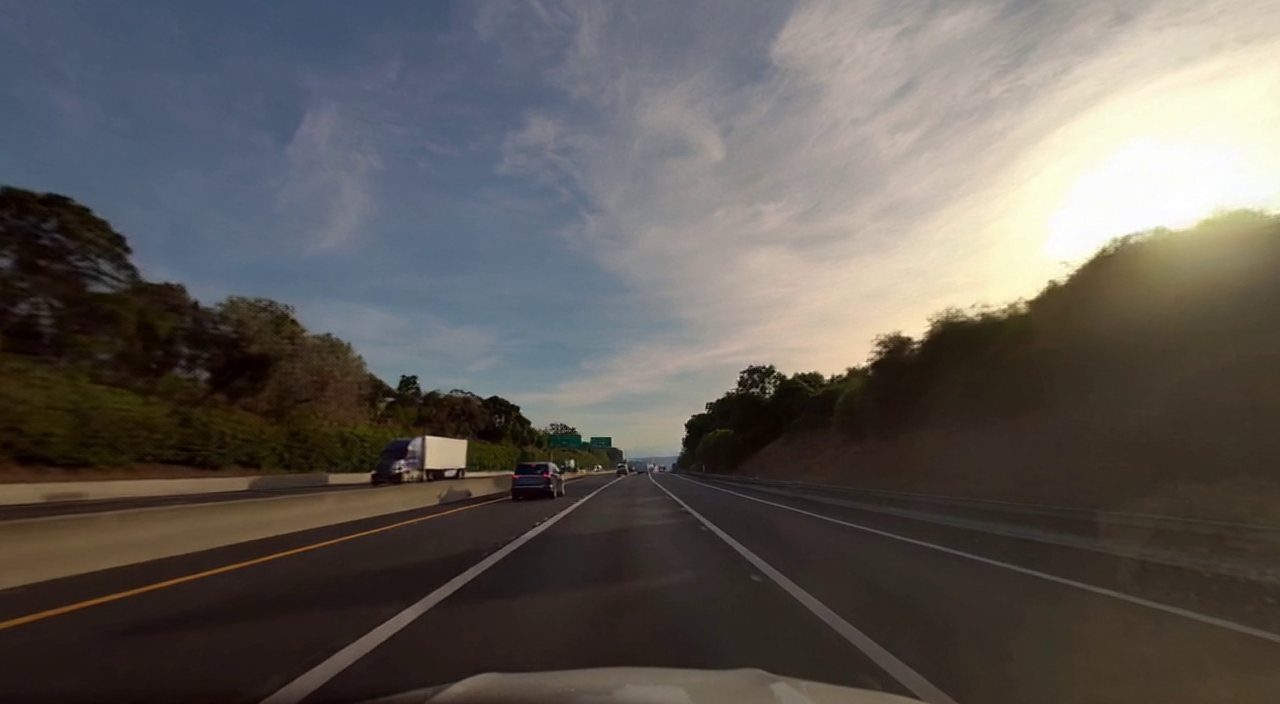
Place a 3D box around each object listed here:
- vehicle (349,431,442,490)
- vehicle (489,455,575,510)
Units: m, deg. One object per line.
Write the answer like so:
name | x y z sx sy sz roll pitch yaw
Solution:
vehicle | -17.092 7.746 44.898 2.944 3.713 8.529 1 -10 1
vehicle | -3.628 4.512 22.116 2.053 1.657 4.725 1 -10 1
